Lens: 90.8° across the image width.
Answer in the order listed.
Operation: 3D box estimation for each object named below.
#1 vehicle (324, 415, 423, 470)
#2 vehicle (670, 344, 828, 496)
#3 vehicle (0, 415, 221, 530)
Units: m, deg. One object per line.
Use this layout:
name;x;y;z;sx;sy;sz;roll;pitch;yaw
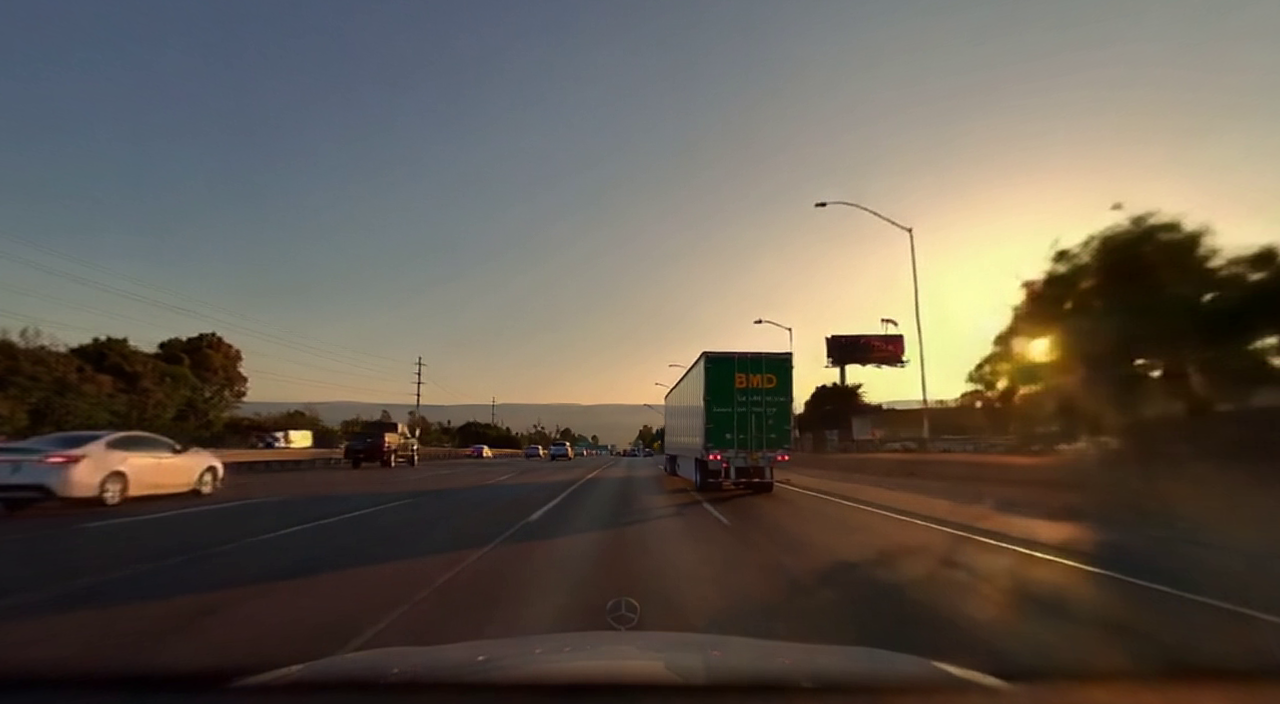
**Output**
vehicle;-13.759;4.758;33.155;2.307;2.571;6.260;0;-8;1
vehicle;3.167;2.846;23.963;2.891;3.944;15.051;0;-8;-2
vehicle;-10.483;2.136;11.724;2.045;1.697;4.844;0;-8;0
